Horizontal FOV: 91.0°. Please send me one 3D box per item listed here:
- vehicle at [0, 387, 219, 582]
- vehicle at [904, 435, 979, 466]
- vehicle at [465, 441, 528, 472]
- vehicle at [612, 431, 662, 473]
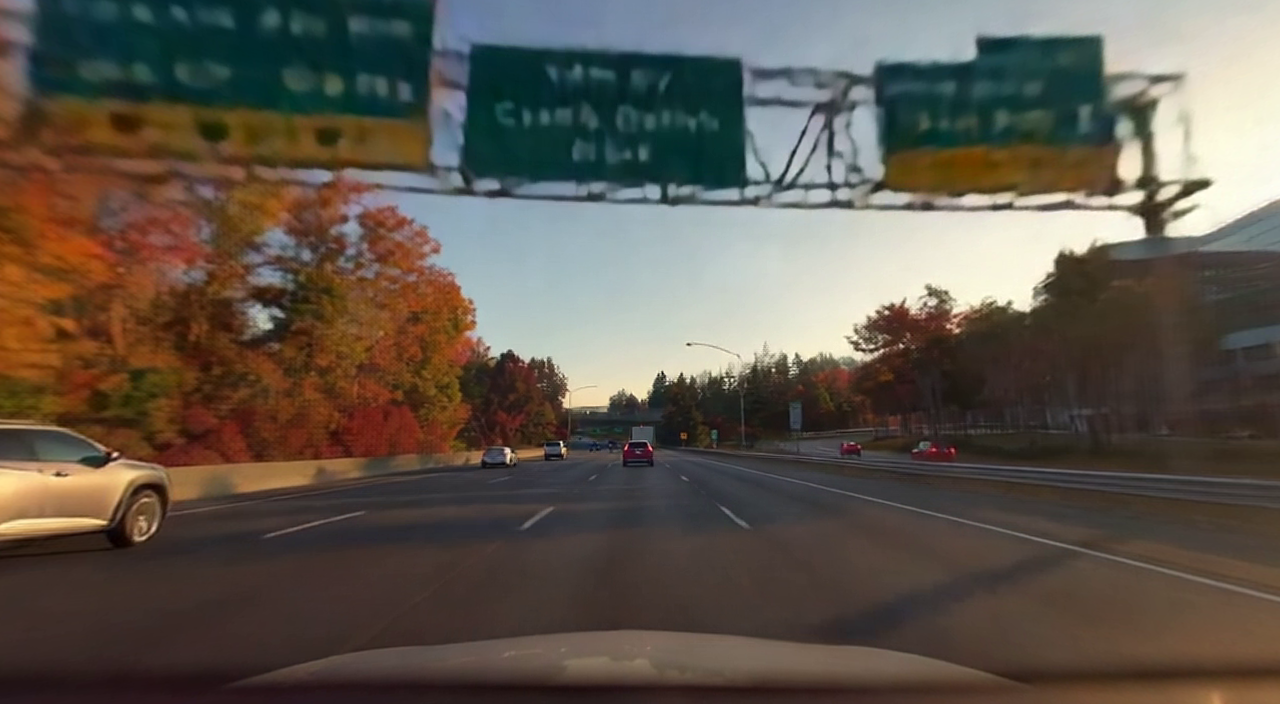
[{"bbox_3d":[-7.145,1.338,6.489,2.146,1.834,4.999,0,-9,0],"label":"vehicle"},{"bbox_3d":[17.113,5.631,36.053,2.019,1.657,4.582,0,-9,0],"label":"vehicle"},{"bbox_3d":[-7.247,5.315,32.242,2.074,1.495,4.643,0,-9,1],"label":"vehicle"},{"bbox_3d":[-0.130,4.843,30.751,2.245,1.863,4.801,0,-9,0],"label":"vehicle"}]
